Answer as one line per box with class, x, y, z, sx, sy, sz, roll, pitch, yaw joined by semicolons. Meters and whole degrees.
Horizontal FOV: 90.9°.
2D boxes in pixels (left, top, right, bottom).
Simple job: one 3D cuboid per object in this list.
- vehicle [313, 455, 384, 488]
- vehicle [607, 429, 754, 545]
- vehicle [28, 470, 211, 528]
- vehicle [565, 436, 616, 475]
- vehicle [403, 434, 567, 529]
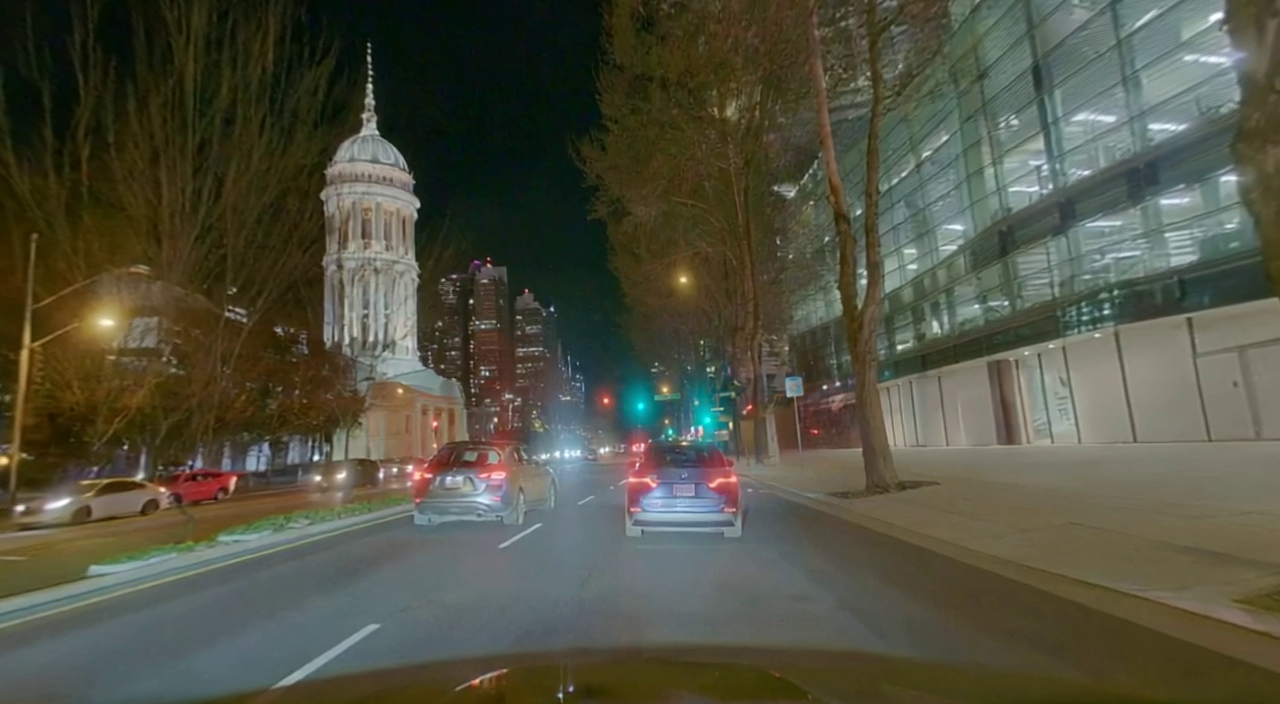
vehicle;-16.928;6.934;36.900;2.075;1.700;4.405;0;-9;0
vehicle;0.612;2.074;10.301;1.933;1.504;3.802;0;-9;3
vehicle;-17.003;4.799;21.011;2.092;1.522;4.624;0;-9;1
vehicle;-2.350;5.018;30.827;1.969;1.764;4.160;0;-9;3
vehicle;-2.763;2.422;12.385;1.961;1.517;4.202;0;-9;3
